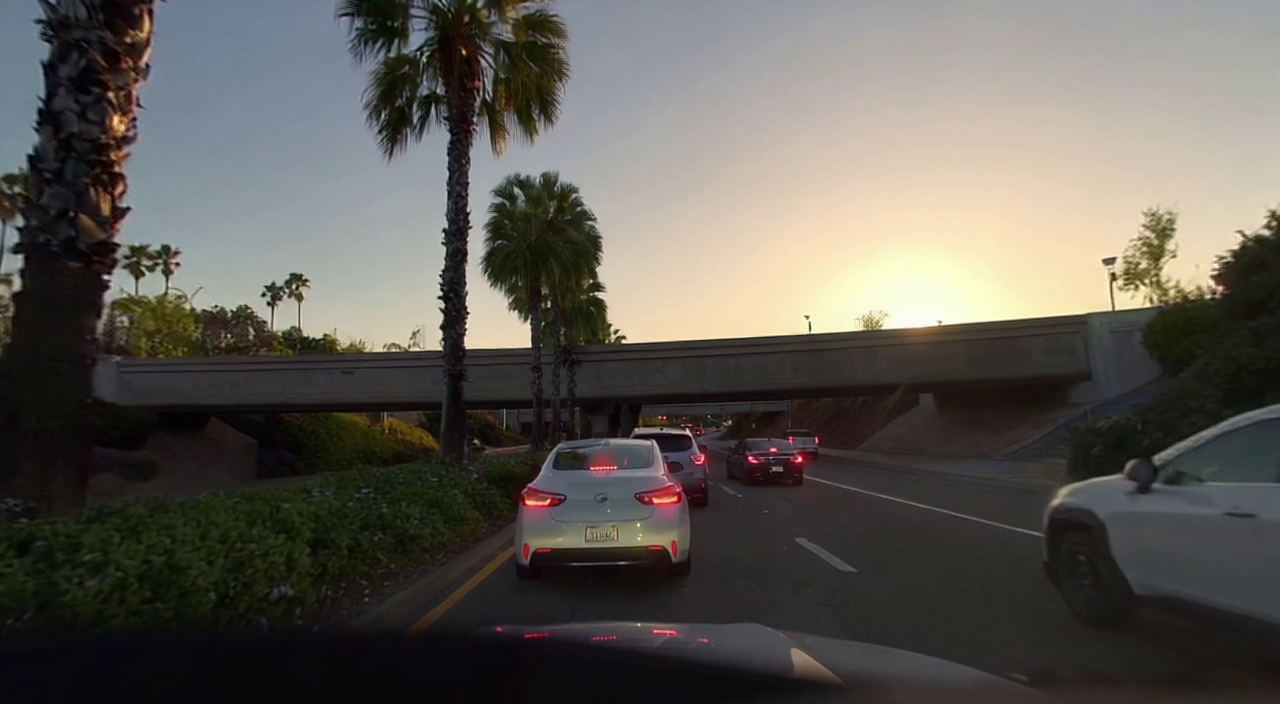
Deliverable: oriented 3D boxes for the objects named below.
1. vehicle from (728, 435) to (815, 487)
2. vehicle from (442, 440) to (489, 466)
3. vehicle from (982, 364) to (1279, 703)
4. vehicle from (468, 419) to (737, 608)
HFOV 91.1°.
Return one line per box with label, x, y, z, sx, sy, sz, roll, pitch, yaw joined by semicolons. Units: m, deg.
vehicle;4.197;3.562;20.901;2.034;1.517;4.840;0;-8;2
vehicle;-12.190;7.087;44.233;2.084;1.704;4.485;0;-8;-1
vehicle;4.021;0.890;3.026;2.149;1.609;4.807;0;-8;2
vehicle;-0.249;1.604;7.155;2.172;1.506;4.018;0;-8;2
